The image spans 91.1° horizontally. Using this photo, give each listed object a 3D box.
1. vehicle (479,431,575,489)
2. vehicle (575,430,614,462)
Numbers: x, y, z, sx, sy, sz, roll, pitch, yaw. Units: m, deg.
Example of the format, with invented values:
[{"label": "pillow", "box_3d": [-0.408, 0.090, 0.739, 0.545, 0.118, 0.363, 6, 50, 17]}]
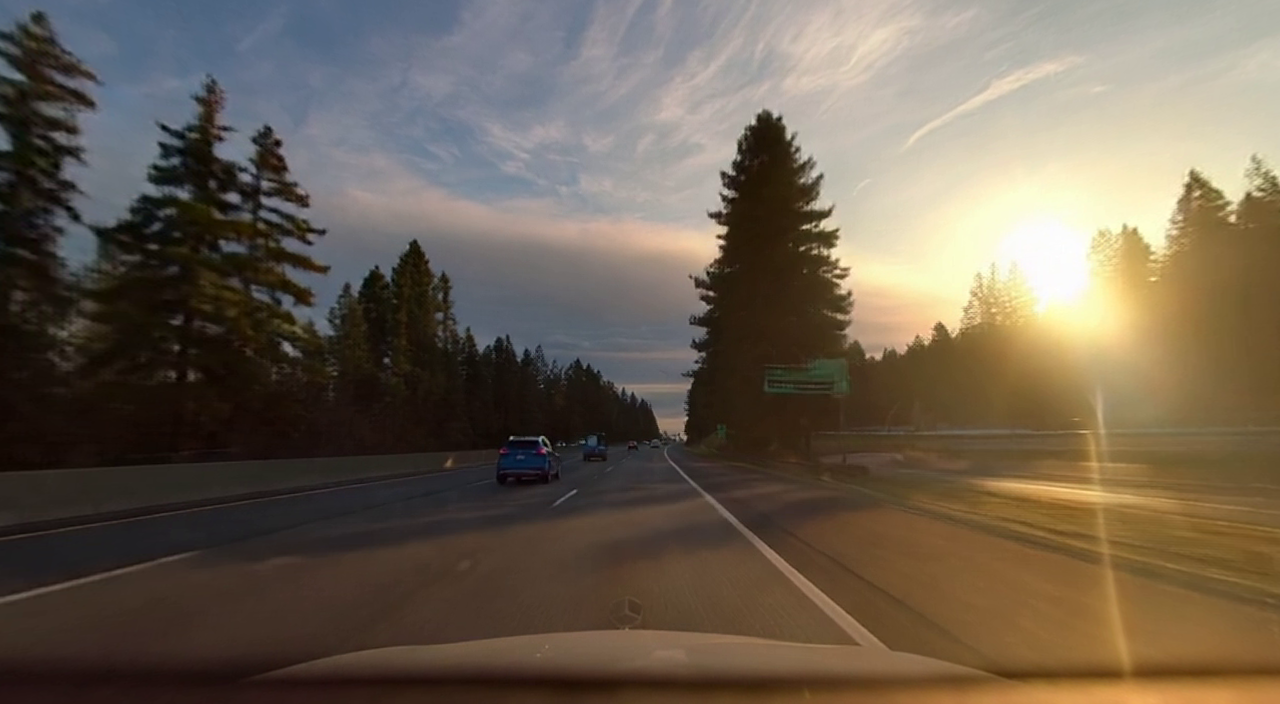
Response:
[{"label": "vehicle", "box_3d": [-3.404, 3.378, 19.958, 2.053, 1.589, 4.671, -1, -8, 2]}, {"label": "vehicle", "box_3d": [-3.168, 6.694, 44.726, 2.241, 2.095, 4.985, -1, -8, 2]}]
